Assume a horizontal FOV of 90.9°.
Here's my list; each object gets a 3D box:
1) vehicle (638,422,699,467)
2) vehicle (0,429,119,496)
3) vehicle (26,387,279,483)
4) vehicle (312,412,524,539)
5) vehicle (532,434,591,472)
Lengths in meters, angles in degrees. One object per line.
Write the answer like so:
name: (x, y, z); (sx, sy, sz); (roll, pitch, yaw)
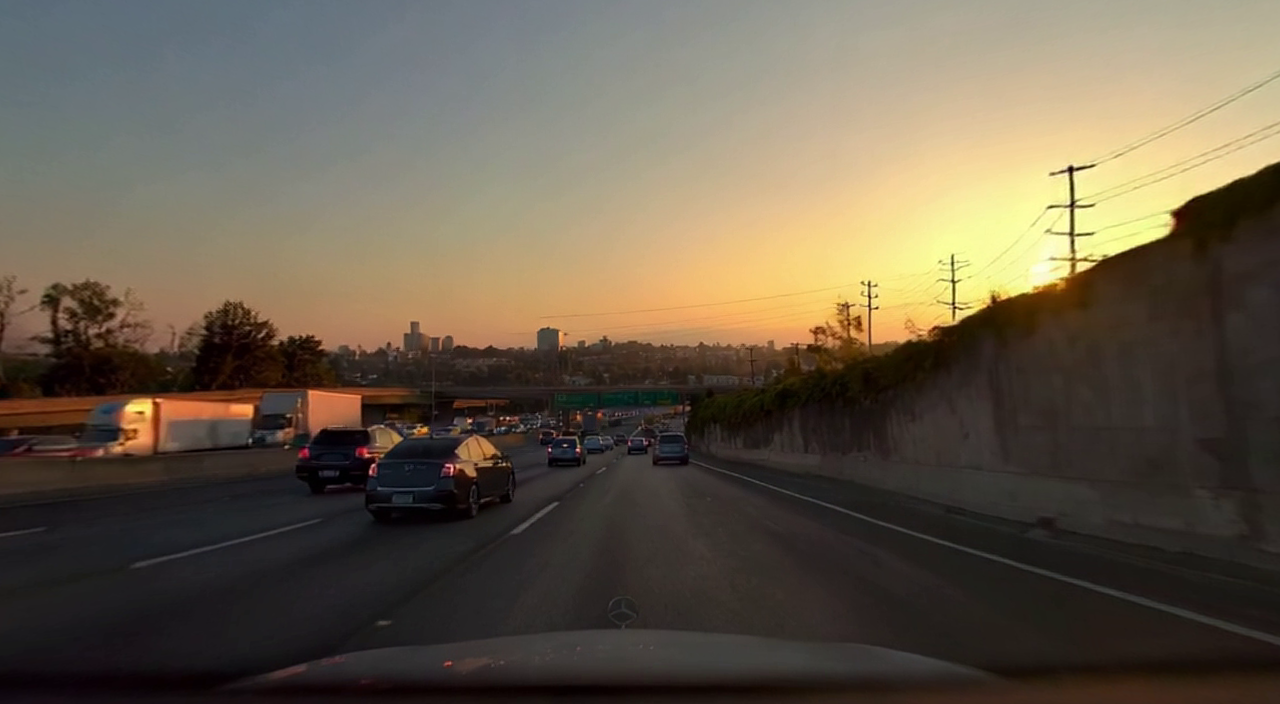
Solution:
vehicle: (1.360, 4.904, 33.516); (2.793, 2.132, 5.682); (-1, -8, -1)
vehicle: (-16.077, 2.766, 15.886); (1.848, 1.574, 4.688); (-1, -8, 1)
vehicle: (-19.851, 3.566, 26.932); (2.980, 3.309, 9.603); (-1, -8, 1)
vehicle: (-3.500, 2.020, 11.044); (2.026, 1.719, 4.490); (-1, -8, 1)
vehicle: (-3.504, 4.583, 28.947); (2.049, 1.530, 4.707); (-1, -8, 1)
